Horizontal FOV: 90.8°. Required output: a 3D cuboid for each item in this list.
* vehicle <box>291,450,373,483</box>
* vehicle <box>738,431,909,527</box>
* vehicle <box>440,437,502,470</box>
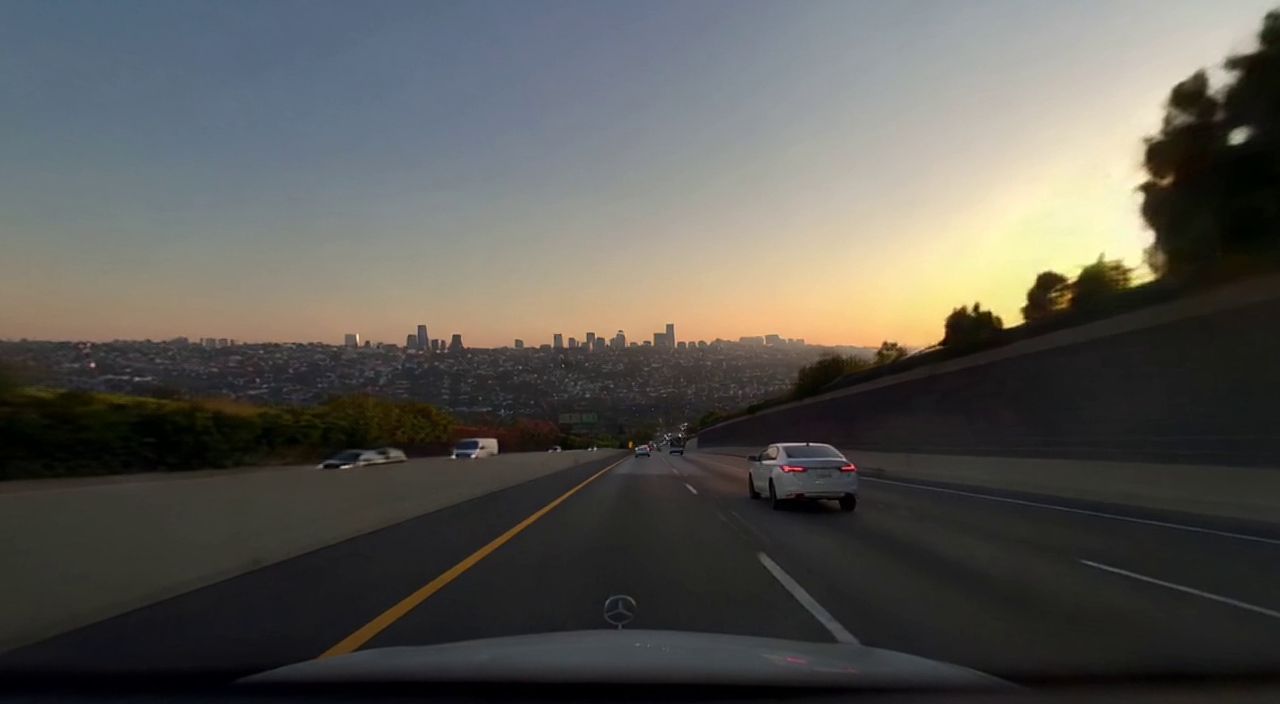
[{"bbox_3d":[-15.806,5.867,32.705,1.811,1.552,4.504,-1,-9,3],"label":"vehicle"},{"bbox_3d":[3.326,2.402,12.562,1.982,1.533,4.612,0,-9,0],"label":"vehicle"},{"bbox_3d":[-11.493,6.943,43.417,2.452,2.045,5.769,-1,-9,2],"label":"vehicle"}]
